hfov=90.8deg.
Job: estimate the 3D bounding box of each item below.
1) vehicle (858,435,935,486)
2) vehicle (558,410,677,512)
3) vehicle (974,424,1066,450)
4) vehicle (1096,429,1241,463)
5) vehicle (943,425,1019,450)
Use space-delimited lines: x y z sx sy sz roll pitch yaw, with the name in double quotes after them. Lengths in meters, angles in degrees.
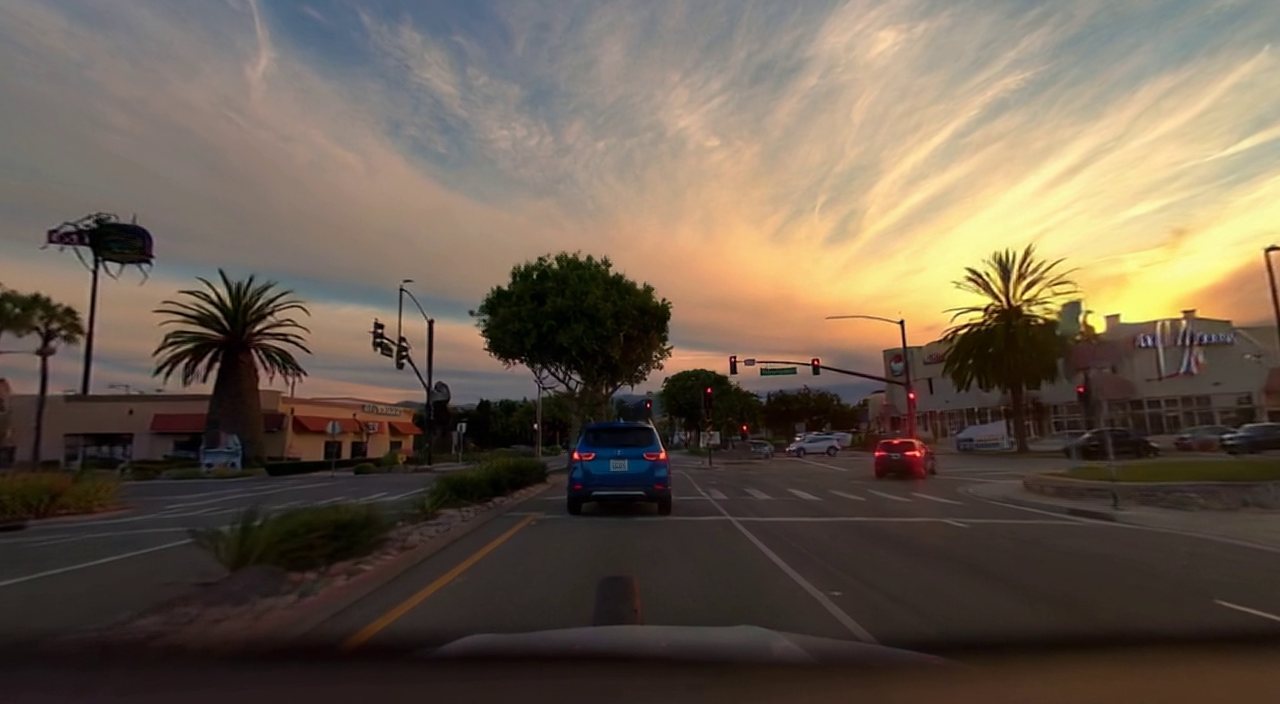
9.054 3.713 22.101 2.086 1.560 4.542 -4 -9 26 "vehicle"
-0.391 2.416 14.459 2.263 1.932 4.709 0 -8 1 "vehicle"
28.908 6.519 48.113 5.809 1.839 1.957 -5 -10 33 "vehicle"
24.226 4.316 29.135 4.745 1.474 1.923 -1 -8 7 "vehicle"
25.151 6.315 46.592 4.641 1.778 1.958 -5 -10 33 "vehicle"
